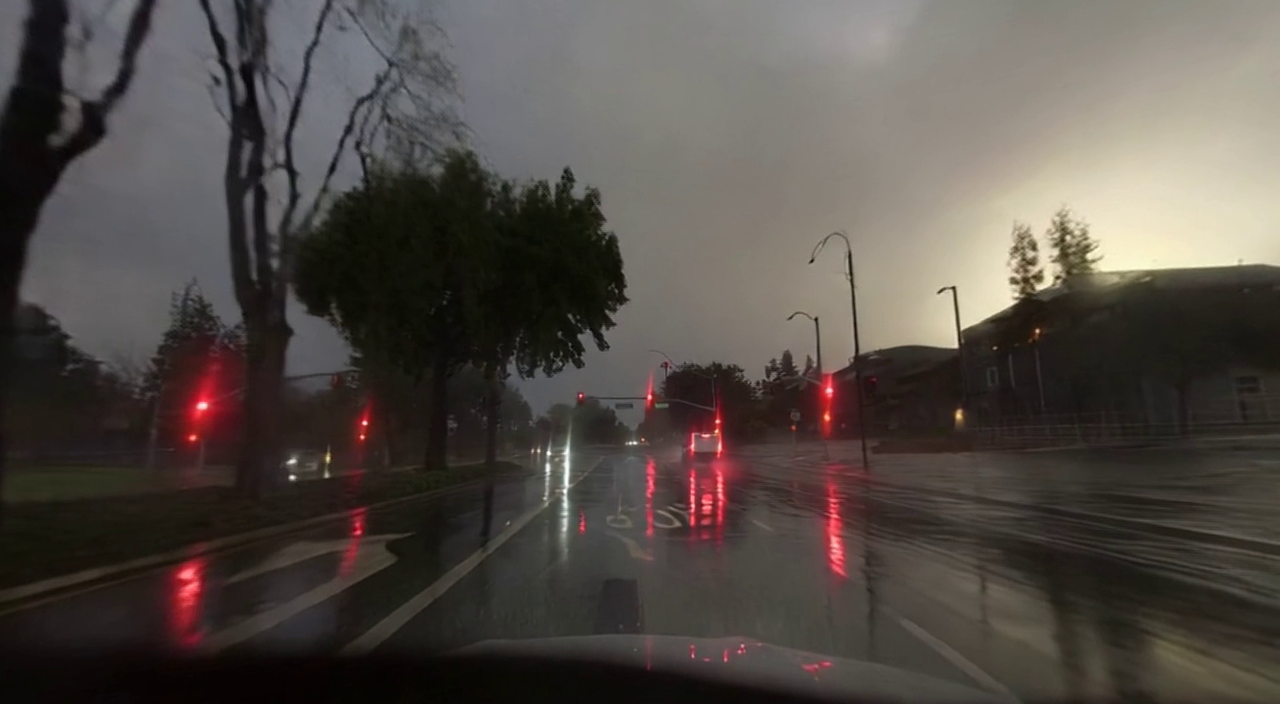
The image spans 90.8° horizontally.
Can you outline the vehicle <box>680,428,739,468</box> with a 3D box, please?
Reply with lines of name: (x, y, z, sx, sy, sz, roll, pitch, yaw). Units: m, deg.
vehicle: (3.316, 4.755, 31.205, 2.229, 1.795, 4.927, 0, -9, -2)
